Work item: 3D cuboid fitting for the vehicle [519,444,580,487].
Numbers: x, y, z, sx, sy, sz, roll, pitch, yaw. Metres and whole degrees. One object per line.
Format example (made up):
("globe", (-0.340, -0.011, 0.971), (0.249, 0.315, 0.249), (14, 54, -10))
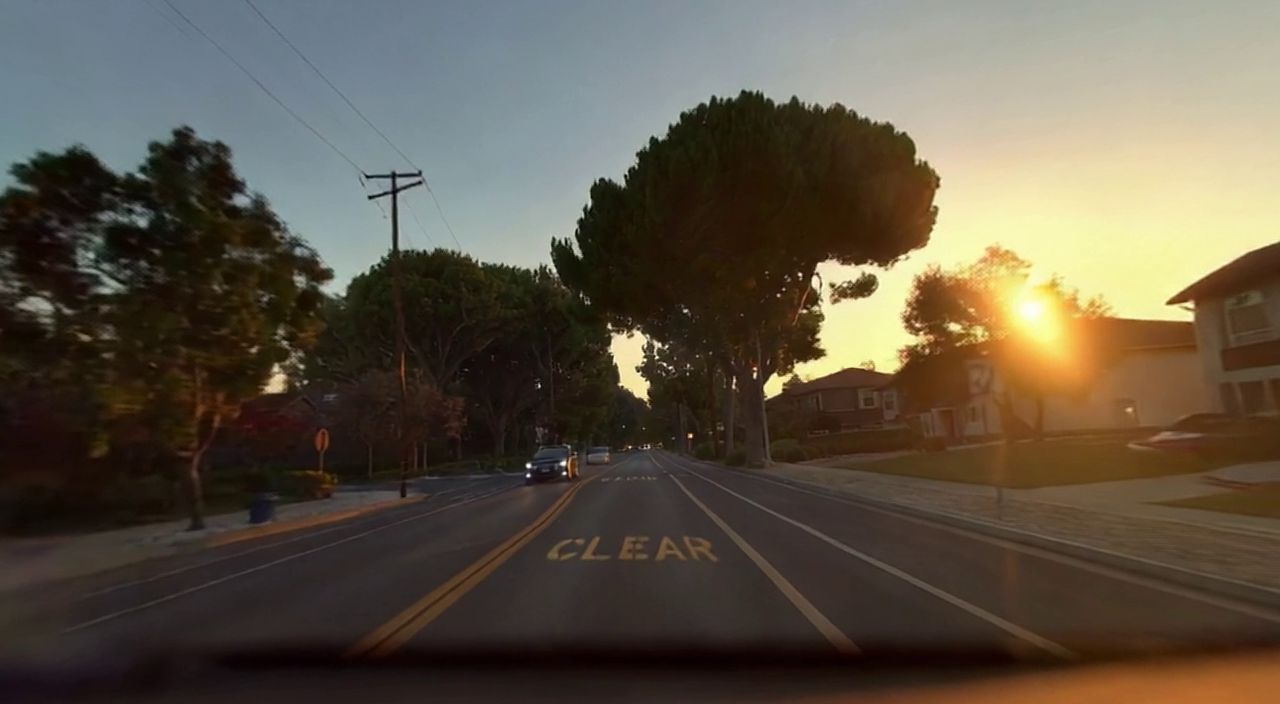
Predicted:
("vehicle", (-3.687, 4.706, 26.512), (1.974, 1.604, 4.156), (-1, -9, 0))
